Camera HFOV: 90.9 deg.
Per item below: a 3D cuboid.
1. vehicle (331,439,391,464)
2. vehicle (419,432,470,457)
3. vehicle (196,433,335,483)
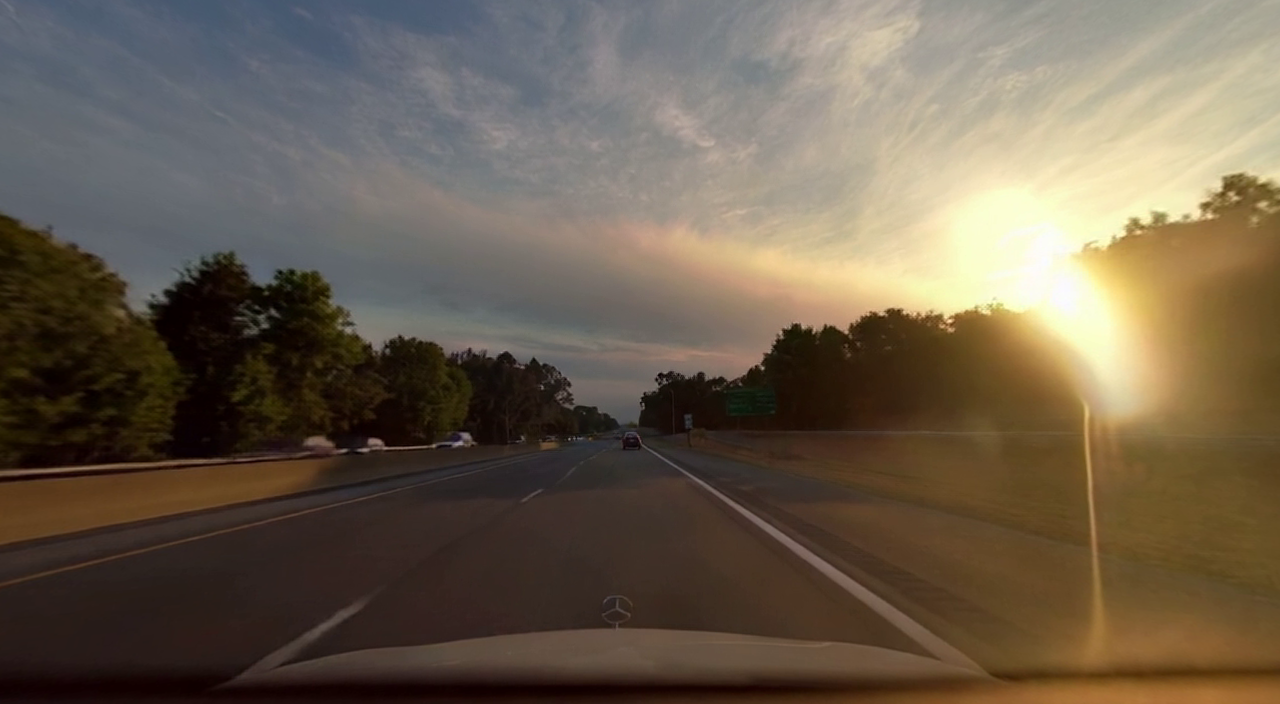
[{"bbox_3d":[-17.773,6.320,40.330,1.837,1.492,4.519,0,-8,-1],"label":"vehicle"},{"bbox_3d":[-13.256,6.295,42.972,1.998,1.592,4.662,0,-8,-1],"label":"vehicle"},{"bbox_3d":[-12.777,3.605,21.934,2.094,1.531,4.596,0,-8,-1],"label":"vehicle"}]
